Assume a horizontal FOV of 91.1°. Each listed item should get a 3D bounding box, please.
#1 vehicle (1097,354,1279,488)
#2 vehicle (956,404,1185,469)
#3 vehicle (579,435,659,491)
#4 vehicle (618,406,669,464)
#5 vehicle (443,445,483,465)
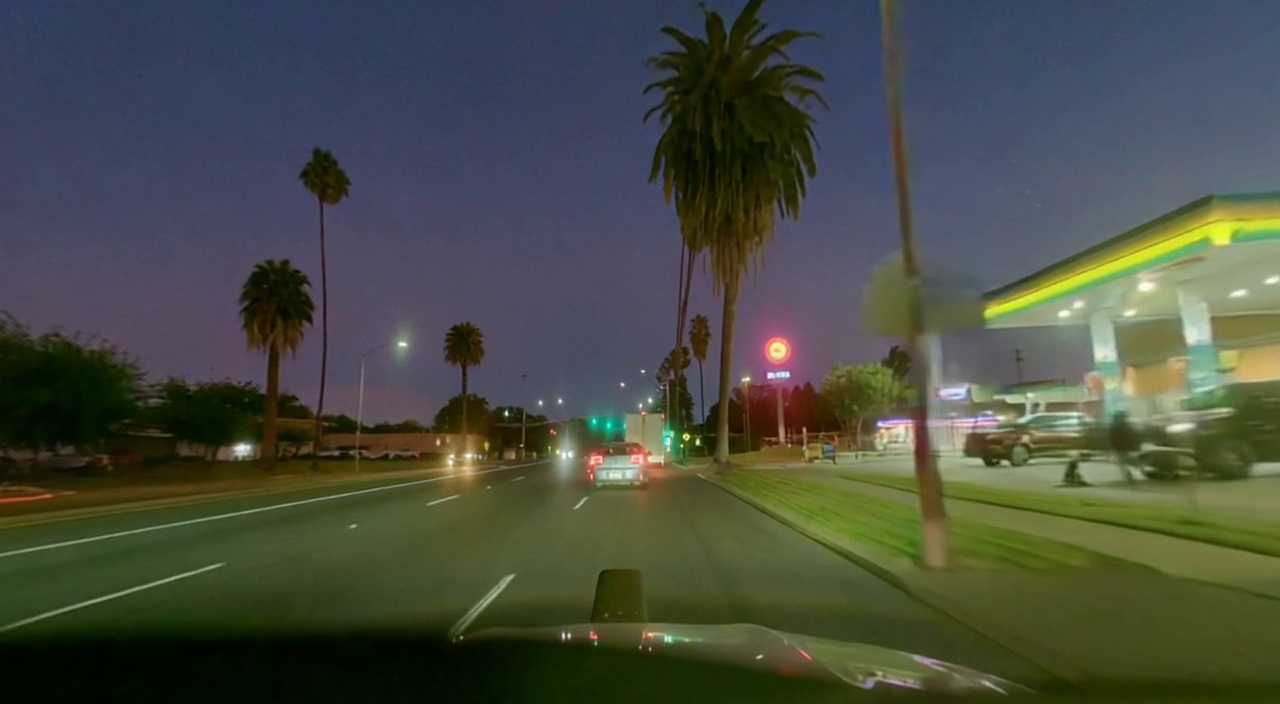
[{"bbox_3d":[12.283,1.320,11.587,5.968,2.162,2.319,1,-9,-5],"label":"vehicle"},{"bbox_3d":[12.181,2.442,18.023,5.061,1.721,2.162,1,-9,-4],"label":"vehicle"},{"bbox_3d":[-0.506,3.320,19.073,2.145,1.483,4.453,0,-9,2],"label":"vehicle"},{"bbox_3d":[0.228,5.632,42.161,3.100,3.468,8.108,0,-9,0],"label":"vehicle"},{"bbox_3d":[-13.733,8.013,49.056,1.923,1.490,4.372,0,-9,-1],"label":"vehicle"}]
